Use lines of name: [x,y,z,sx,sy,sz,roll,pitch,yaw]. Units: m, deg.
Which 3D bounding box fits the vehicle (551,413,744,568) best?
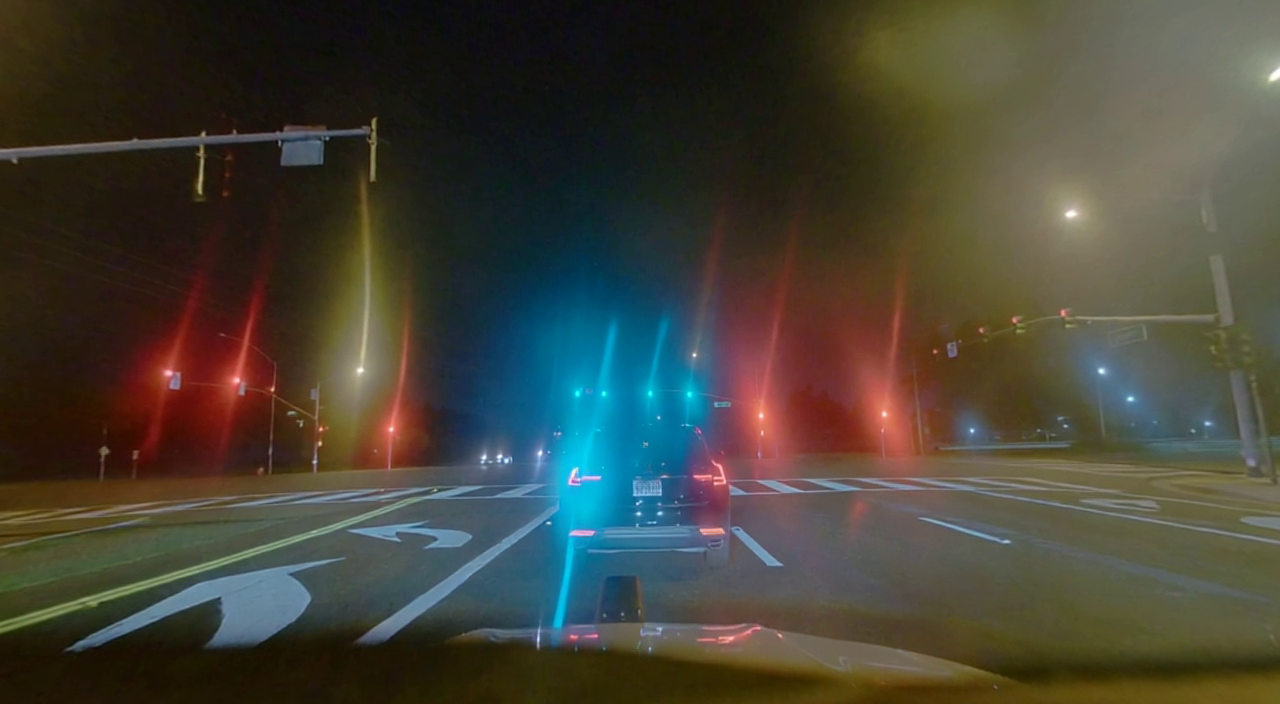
vehicle: [0.045,1.755,8.708,2.027,1.626,3.942,0,-8,-1]
